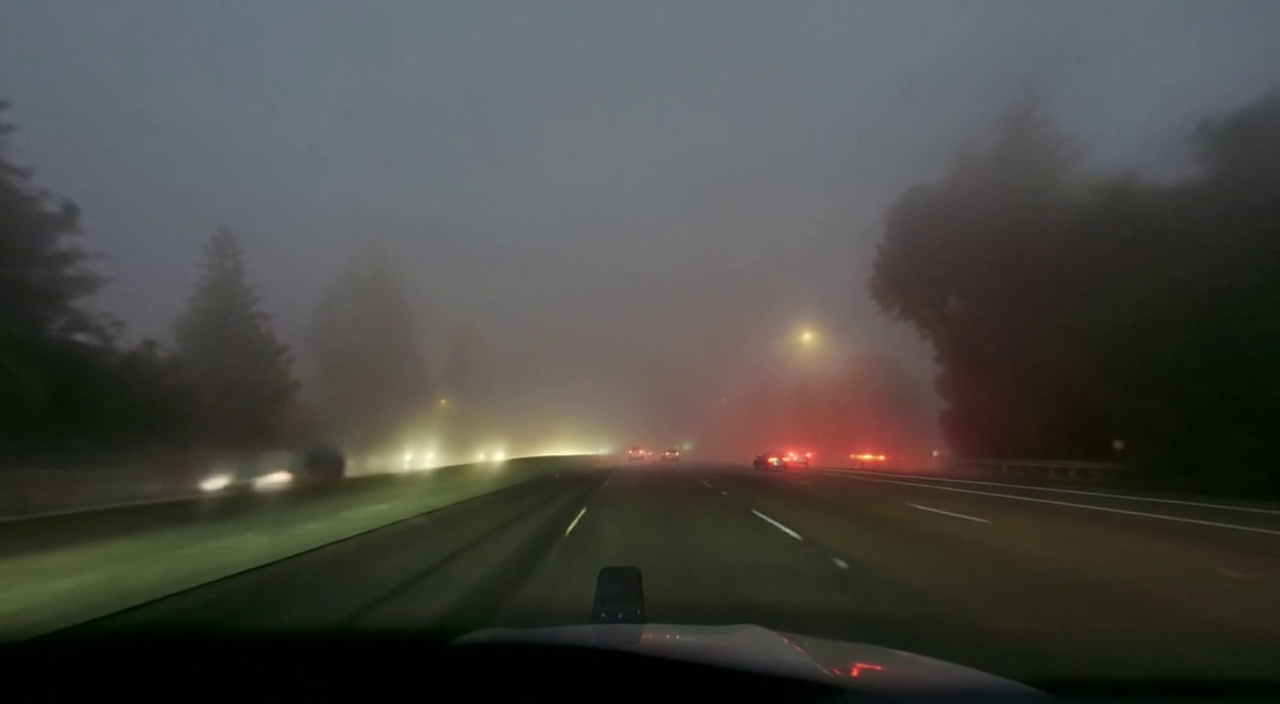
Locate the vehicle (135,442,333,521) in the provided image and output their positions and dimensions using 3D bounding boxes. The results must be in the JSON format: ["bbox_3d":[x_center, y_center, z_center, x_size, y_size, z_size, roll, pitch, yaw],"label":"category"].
[{"bbox_3d":[-10.111,3.196,16.313,1.998,1.682,4.658,0,-8,0],"label":"vehicle"}]
